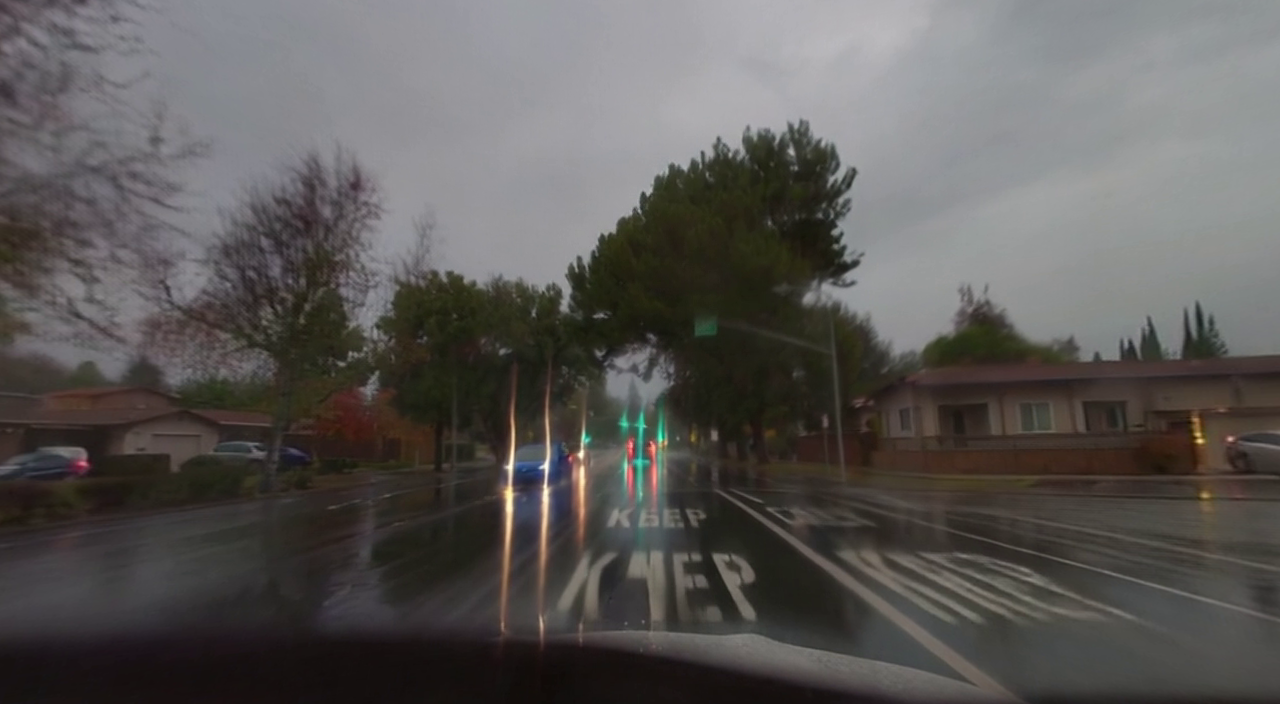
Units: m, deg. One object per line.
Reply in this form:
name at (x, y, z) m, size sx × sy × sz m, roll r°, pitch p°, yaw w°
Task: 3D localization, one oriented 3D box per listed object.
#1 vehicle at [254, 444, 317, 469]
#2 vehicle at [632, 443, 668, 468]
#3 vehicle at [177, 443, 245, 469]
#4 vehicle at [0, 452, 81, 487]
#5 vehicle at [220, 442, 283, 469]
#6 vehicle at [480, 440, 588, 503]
vehicle at (-23.399, 6.899, 41.751) m, size 1.894 × 1.508 × 3.783 m, roll 0°, pitch -9°, yaw 0°
vehicle at (0.617, 6.632, 40.550) m, size 2.226 × 1.505 × 4.128 m, roll 0°, pitch -8°, yaw 0°
vehicle at (-28.848, 6.990, 42.511) m, size 1.838 × 1.685 × 3.766 m, roll 0°, pitch -8°, yaw 1°
vehicle at (-28.784, 5.408, 29.241) m, size 1.961 × 1.470 × 3.811 m, roll -1°, pitch -9°, yaw 5°
vehicle at (-25.921, 6.909, 42.179) m, size 1.919 × 1.701 × 3.695 m, roll 0°, pitch -9°, yaw -2°
vehicle at (-2.738, 3.226, 17.569) m, size 2.158 × 1.469 × 4.909 m, roll 0°, pitch -8°, yaw 0°
